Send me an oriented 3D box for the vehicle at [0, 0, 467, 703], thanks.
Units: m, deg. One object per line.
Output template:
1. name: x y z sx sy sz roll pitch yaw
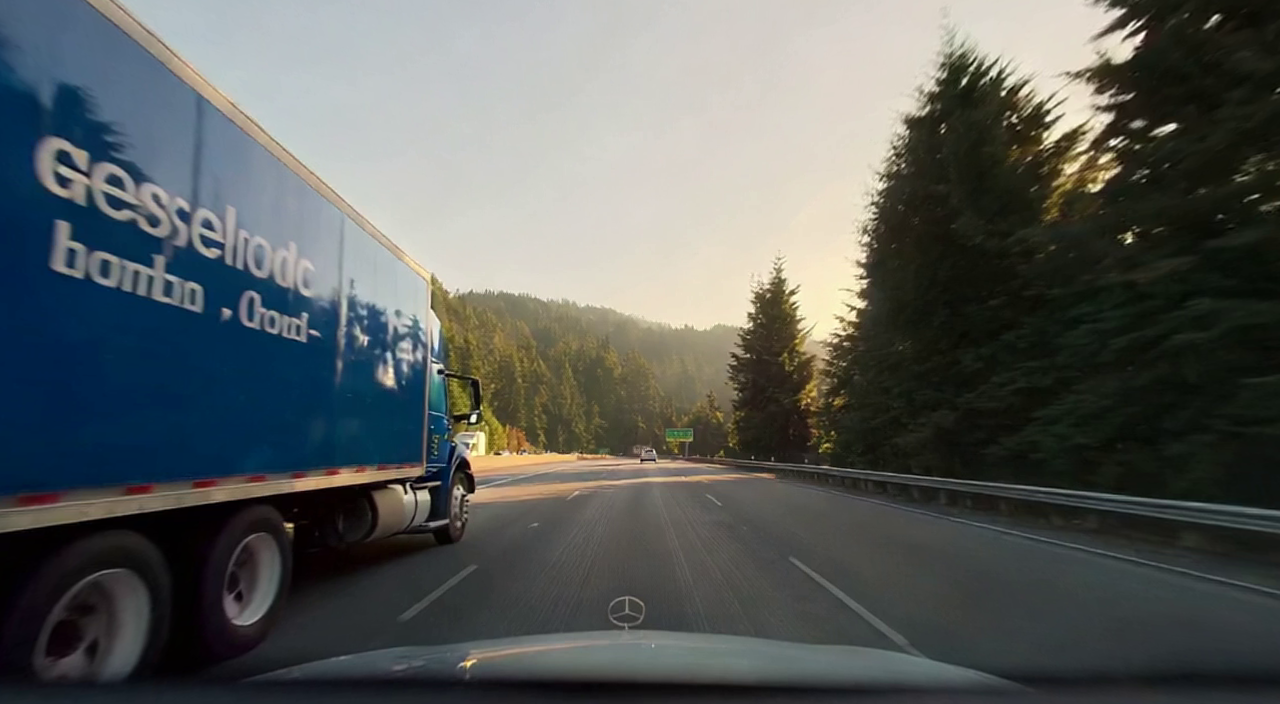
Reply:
1. vehicle: -3.501 0.411 4.036 2.695 3.151 6.885 0 -9 1
